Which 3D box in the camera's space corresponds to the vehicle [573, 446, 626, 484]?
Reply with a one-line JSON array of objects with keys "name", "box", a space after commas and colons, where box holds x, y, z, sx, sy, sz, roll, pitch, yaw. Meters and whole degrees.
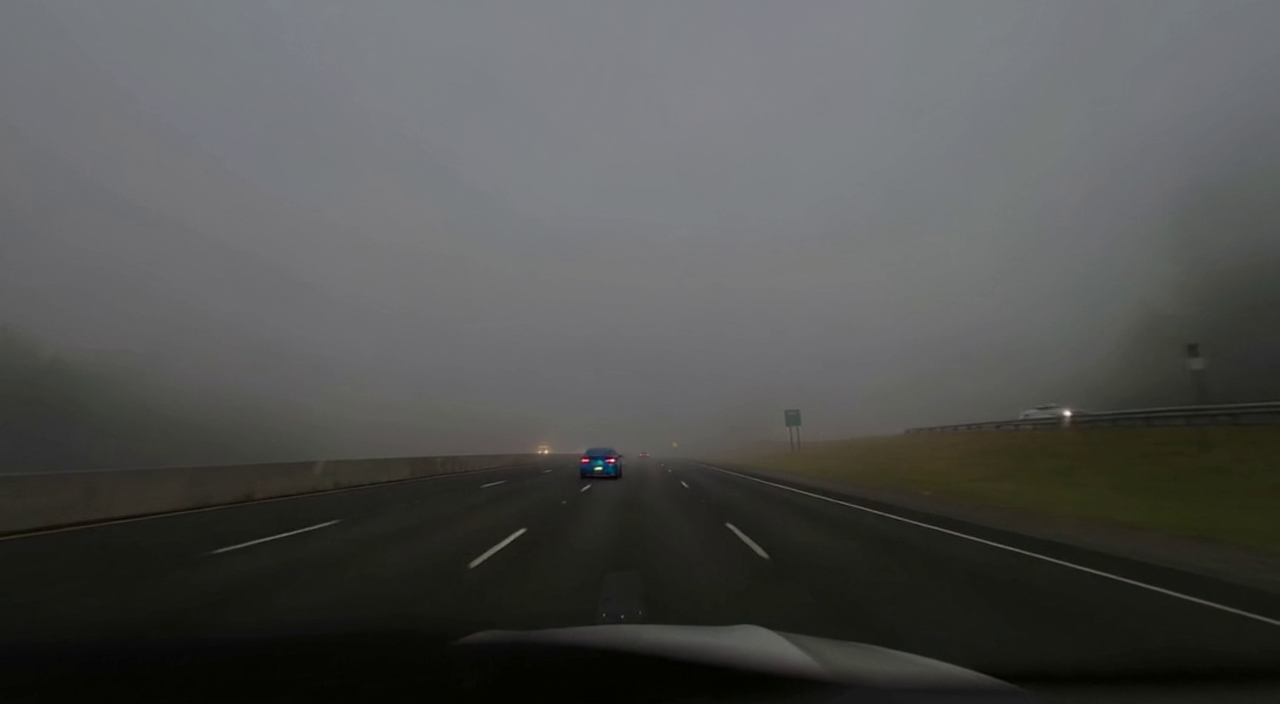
[{"name": "vehicle", "box": [-1.679, 4.829, 27.283, 1.908, 1.515, 3.871, 0, -9, 2]}]
